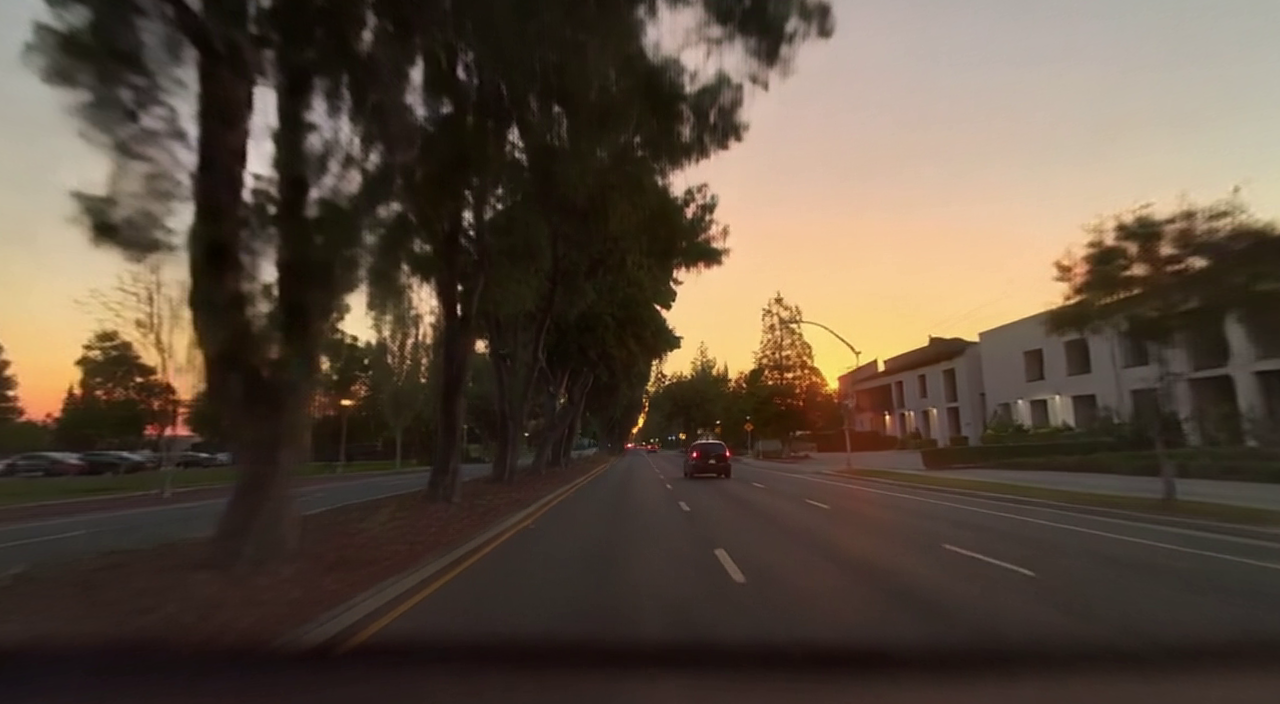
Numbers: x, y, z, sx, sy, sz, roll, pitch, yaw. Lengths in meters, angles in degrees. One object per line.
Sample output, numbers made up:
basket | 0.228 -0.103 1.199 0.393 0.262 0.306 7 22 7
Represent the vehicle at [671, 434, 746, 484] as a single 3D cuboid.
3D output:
vehicle | 2.523 4.097 24.502 2.240 1.740 4.605 0 -8 -2
